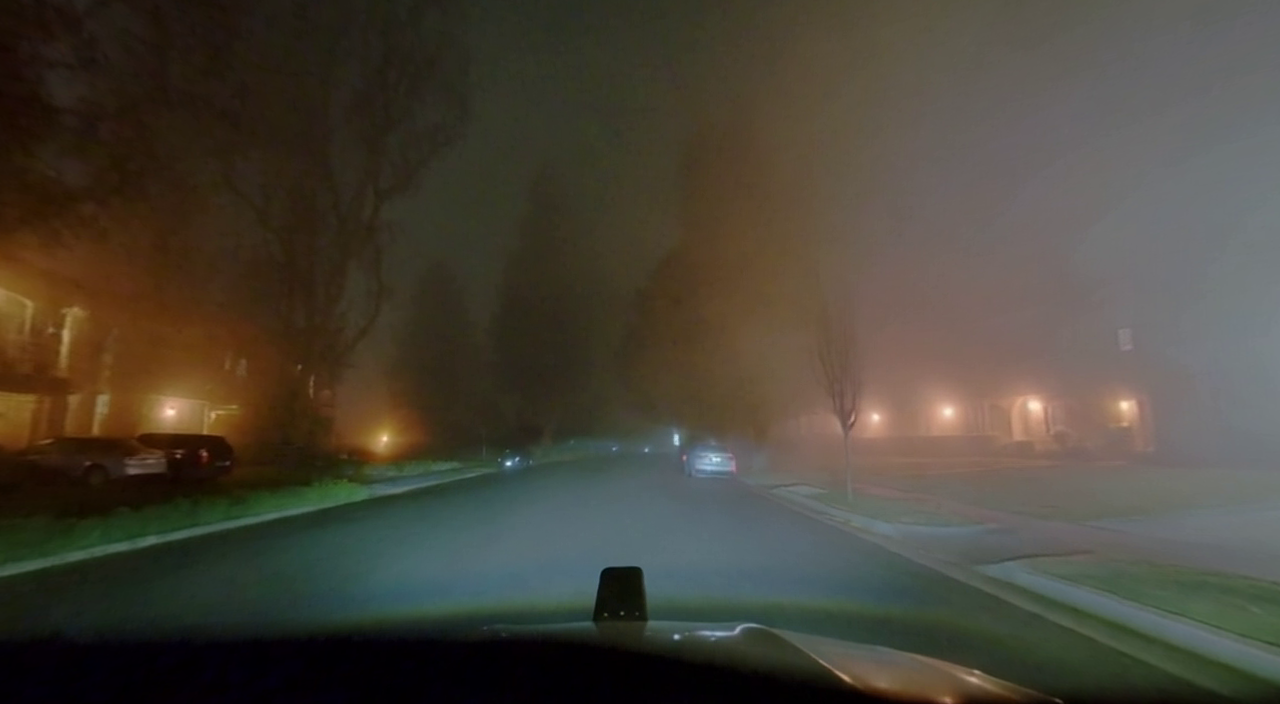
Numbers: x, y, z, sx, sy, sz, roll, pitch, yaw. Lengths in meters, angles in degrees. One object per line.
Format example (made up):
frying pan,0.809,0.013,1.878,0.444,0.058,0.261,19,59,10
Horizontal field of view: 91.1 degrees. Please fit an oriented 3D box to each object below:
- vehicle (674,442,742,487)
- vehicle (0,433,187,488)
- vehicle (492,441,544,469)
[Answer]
vehicle,2.360,4.013,22.933,2.088,1.429,4.796,0,-8,2
vehicle,-16.266,3.173,18.551,4.344,1.483,1.928,-1,-8,6
vehicle,-7.245,6.204,37.637,1.943,1.433,4.717,-5,-10,2
